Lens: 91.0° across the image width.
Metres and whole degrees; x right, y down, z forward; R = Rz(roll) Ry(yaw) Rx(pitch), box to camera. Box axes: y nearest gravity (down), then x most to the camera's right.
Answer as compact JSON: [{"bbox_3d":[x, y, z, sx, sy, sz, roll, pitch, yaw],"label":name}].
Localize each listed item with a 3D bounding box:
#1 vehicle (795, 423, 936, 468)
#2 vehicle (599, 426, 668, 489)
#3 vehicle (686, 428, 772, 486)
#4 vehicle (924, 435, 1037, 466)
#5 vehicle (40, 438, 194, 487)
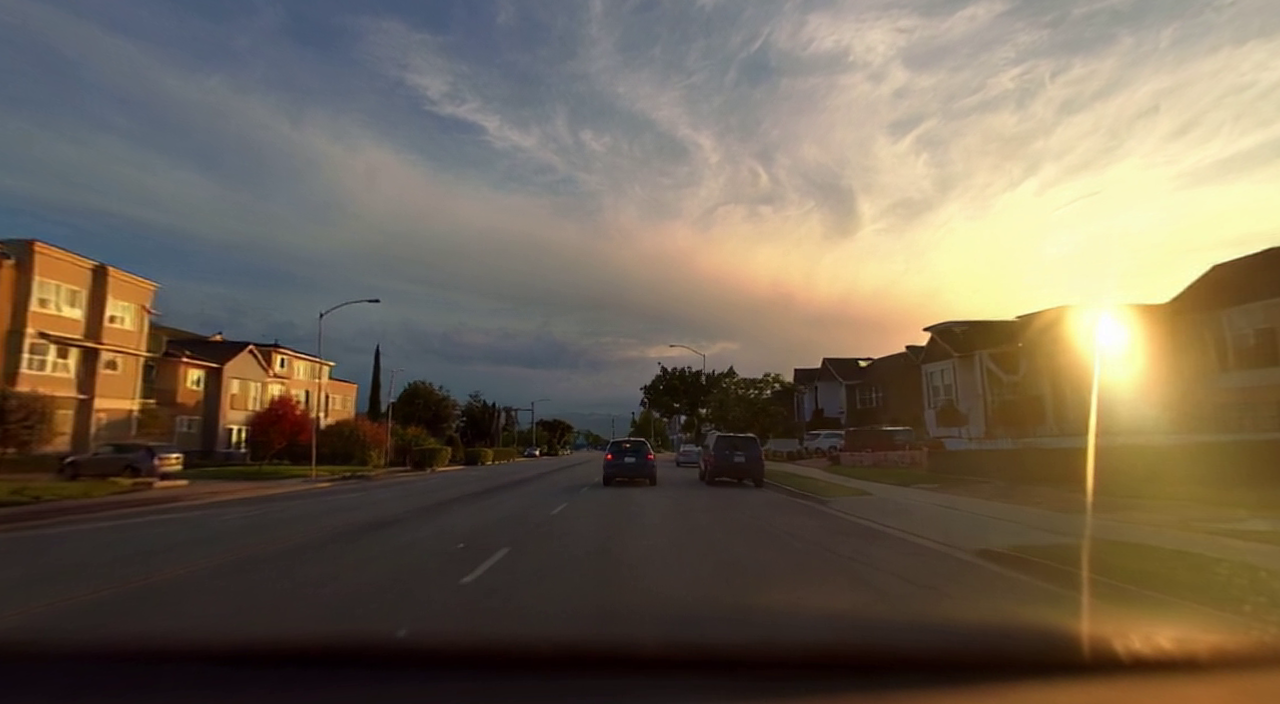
[{"bbox_3d":[10.549,4.433,29.875,5.709,2.017,2.435,0,-9,-2],"label":"vehicle"},{"bbox_3d":[-0.261,3.427,20.720,1.994,1.810,5.057,0,-9,-2],"label":"vehicle"},{"bbox_3d":[3.164,3.880,23.531,2.416,1.922,5.023,0,-9,-1],"label":"vehicle"},{"bbox_3d":[16.176,4.717,30.062,4.317,1.420,1.828,0,-9,1],"label":"vehicle"},{"bbox_3d":[-21.684,4.572,26.453,2.196,1.820,4.955,0,-9,0],"label":"vehicle"}]
